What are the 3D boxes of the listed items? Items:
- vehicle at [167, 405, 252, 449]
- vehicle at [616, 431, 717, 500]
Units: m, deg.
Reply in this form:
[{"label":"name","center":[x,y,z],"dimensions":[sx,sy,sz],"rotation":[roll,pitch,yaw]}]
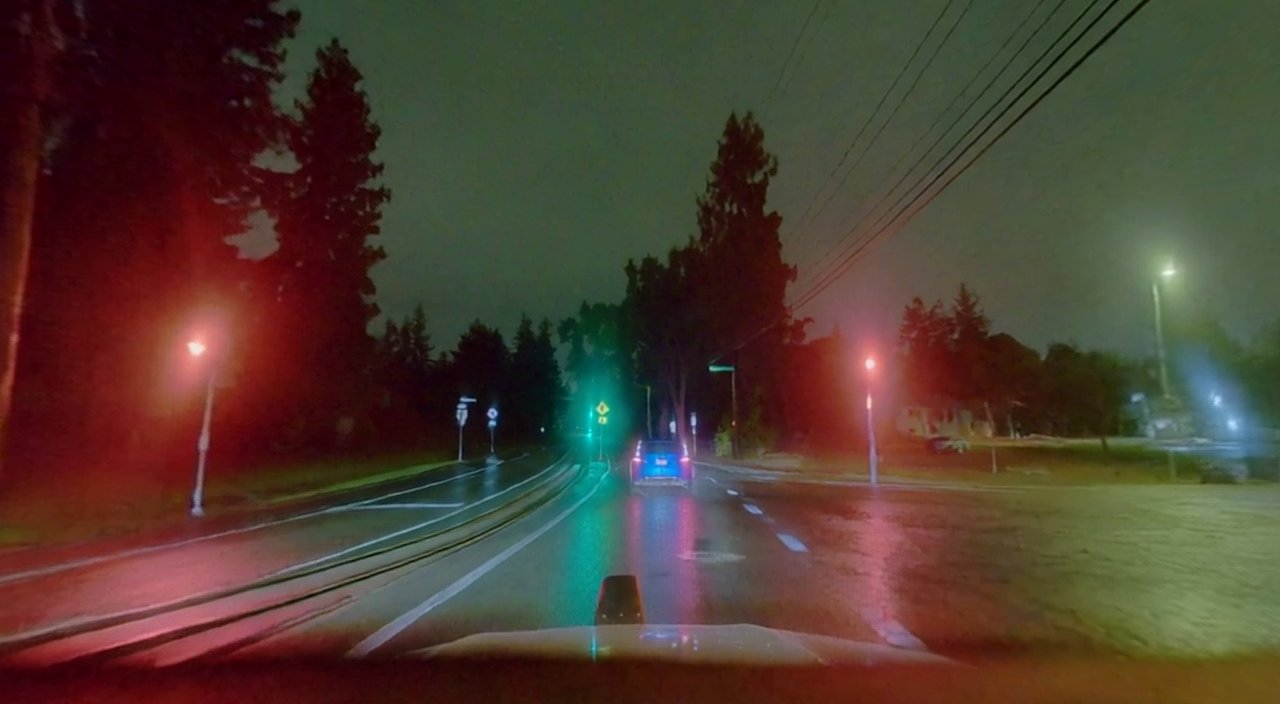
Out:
[{"label":"vehicle","center":[-30.421,5.389,44.975],"dimensions":[2.983,2.816,7.042],"rotation":[3,-8,-18]},{"label":"vehicle","center":[0.575,2.885,16.582],"dimensions":[2.295,1.510,4.364],"rotation":[1,-8,-1]}]
